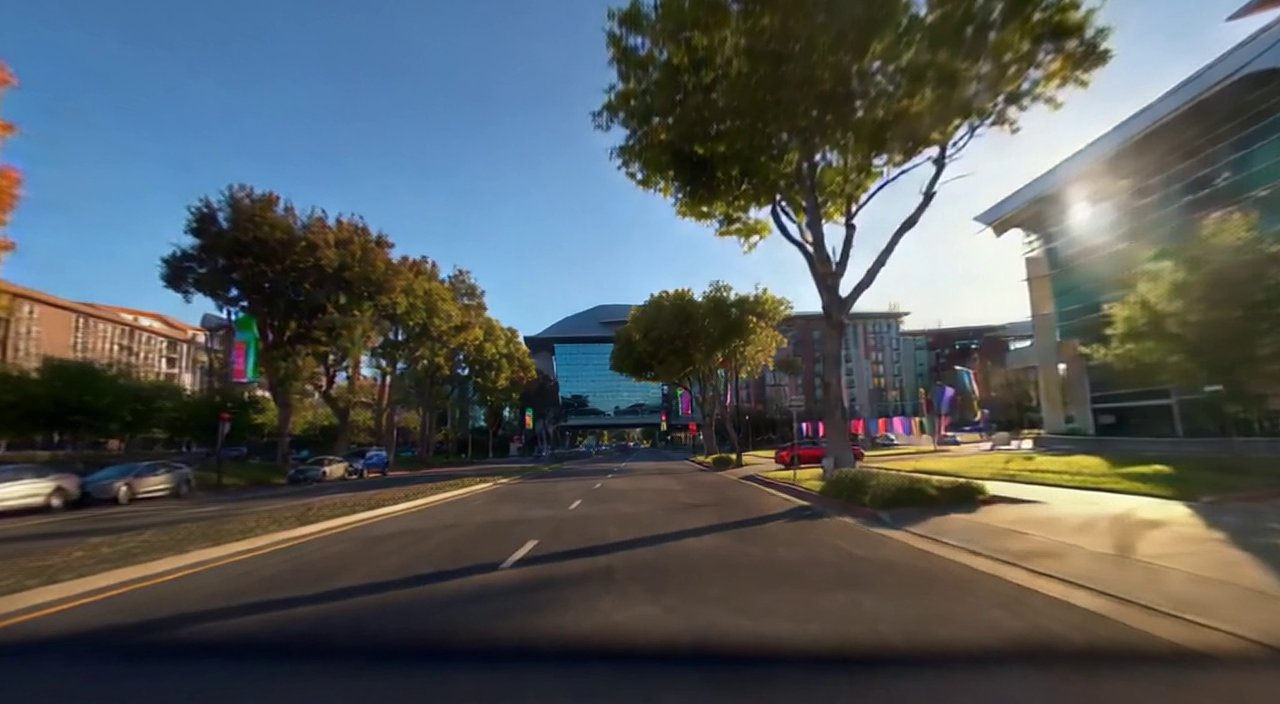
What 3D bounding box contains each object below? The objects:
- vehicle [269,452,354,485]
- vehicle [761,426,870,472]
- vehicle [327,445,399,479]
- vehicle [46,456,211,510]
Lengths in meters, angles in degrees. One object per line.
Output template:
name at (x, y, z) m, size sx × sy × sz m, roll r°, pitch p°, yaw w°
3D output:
vehicle at (-17.308, 6.139, 33.386) m, size 1.873 × 1.544 × 4.794 m, roll 0°, pitch -8°, yaw 1°
vehicle at (8.879, 4.965, 32.132) m, size 4.716 × 1.672 × 2.330 m, roll -7°, pitch -8°, yaw -1°
vehicle at (-17.127, 6.774, 39.123) m, size 2.301 × 1.821 × 4.731 m, roll -4°, pitch -8°, yaw 1°
vehicle at (-17.480, 4.455, 21.811) m, size 2.020 × 1.471 × 4.419 m, roll -3°, pitch -9°, yaw 0°
